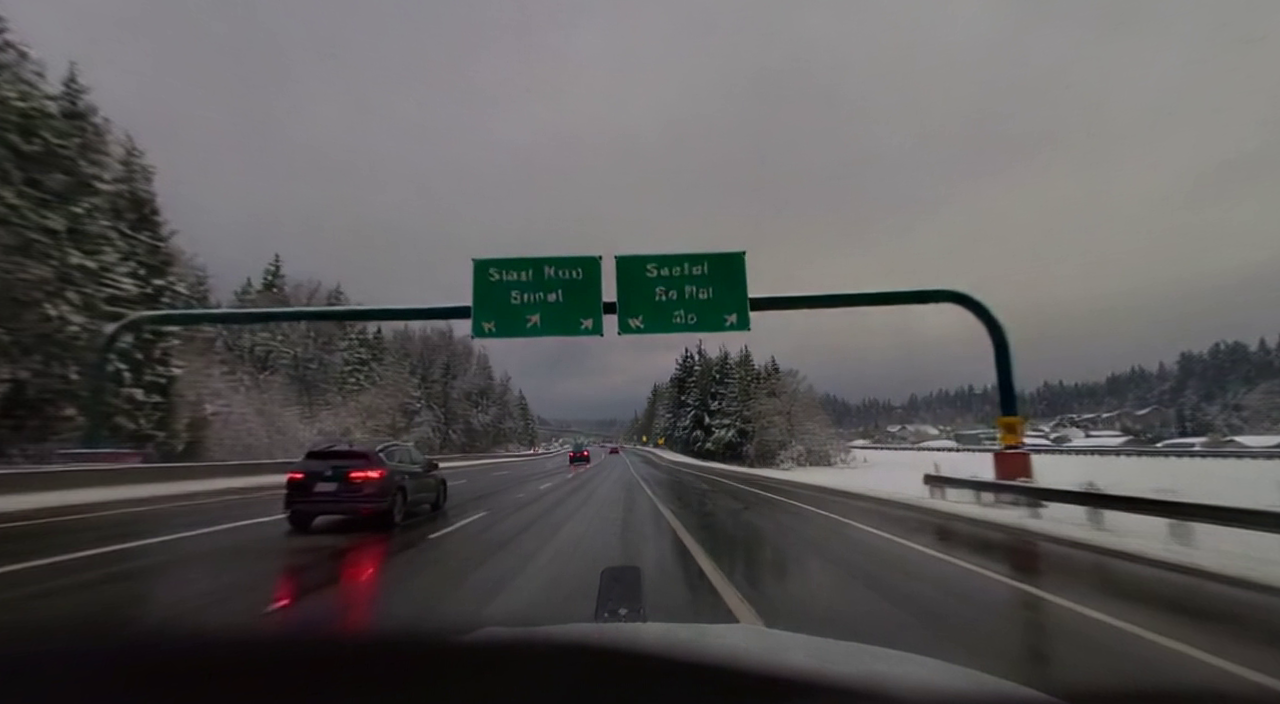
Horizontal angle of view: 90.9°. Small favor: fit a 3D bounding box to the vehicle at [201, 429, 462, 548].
[{"bbox_3d":[-4.803,2.199,10.890,2.065,1.551,4.889,0,-9,-1],"label":"vehicle"}]
